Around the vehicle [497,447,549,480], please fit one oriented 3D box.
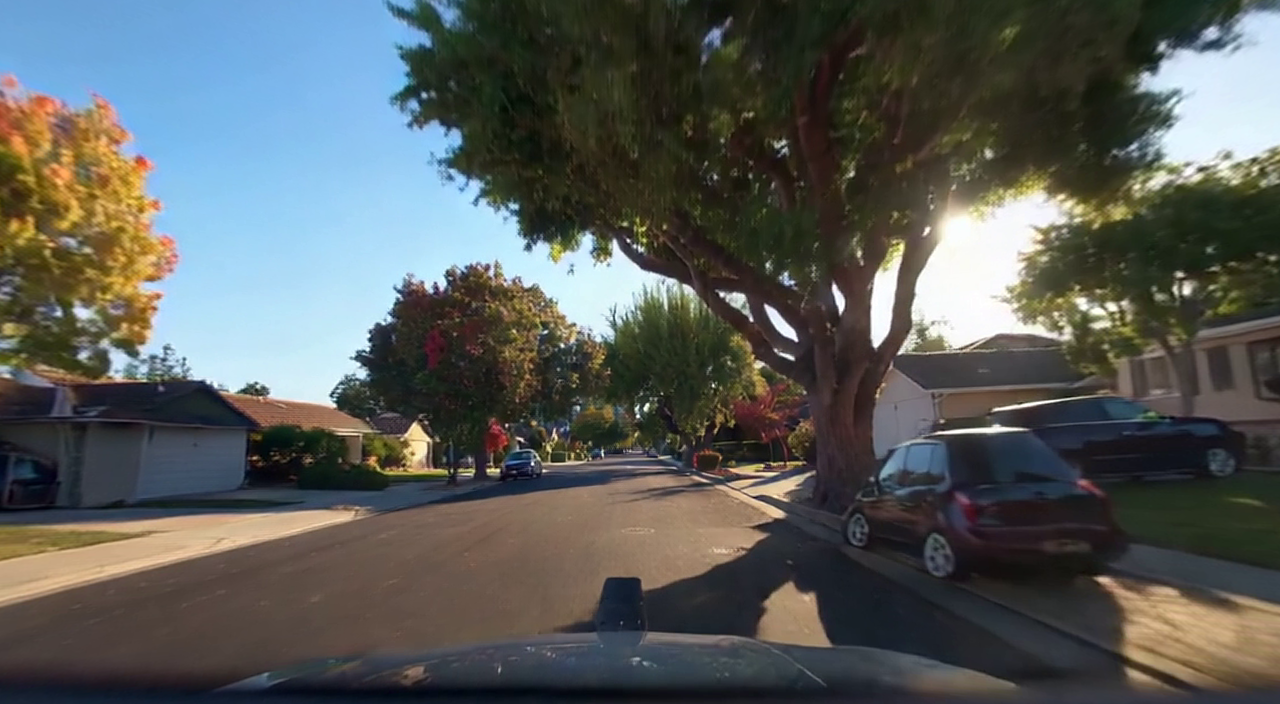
[{"bbox_3d":[-6.601,6.321,36.140,2.078,1.745,5.119,0,-9,-1],"label":"vehicle"}]
